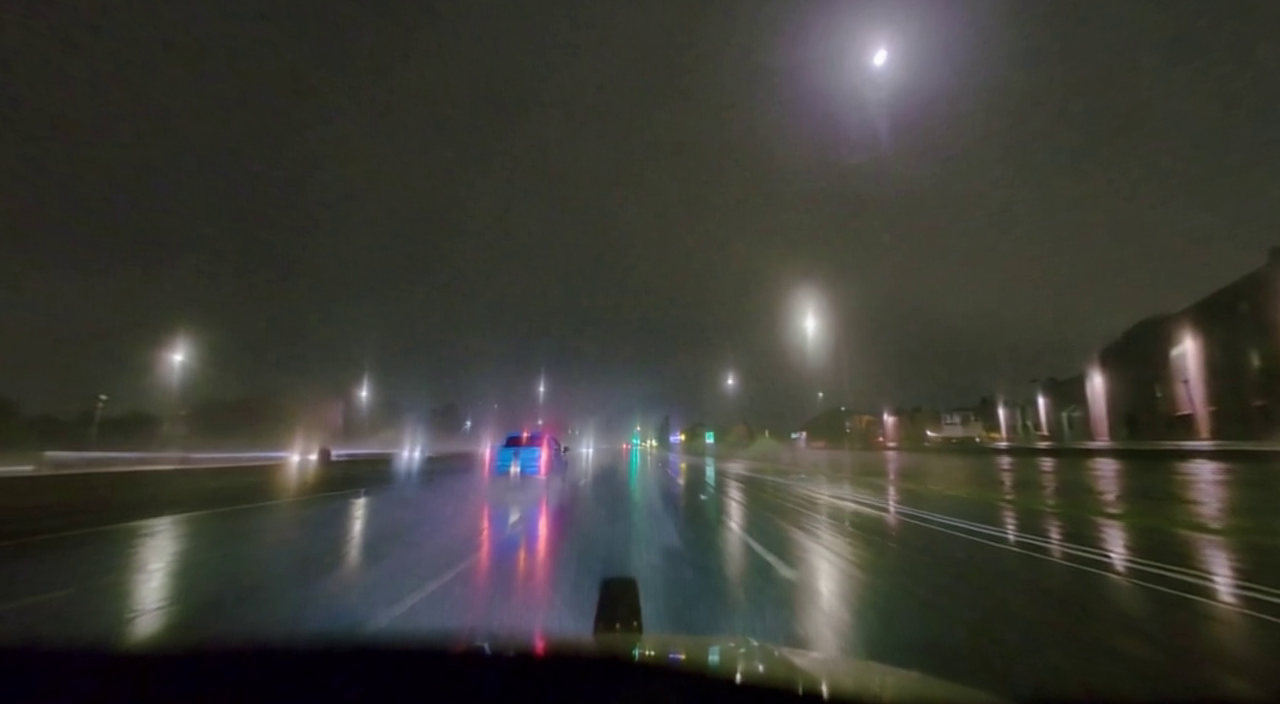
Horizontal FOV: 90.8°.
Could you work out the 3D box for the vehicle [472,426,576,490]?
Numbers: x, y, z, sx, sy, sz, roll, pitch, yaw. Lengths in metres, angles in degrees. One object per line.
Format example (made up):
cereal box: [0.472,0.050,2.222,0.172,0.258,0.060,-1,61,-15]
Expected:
vehicle: [-3.956,3.770,22.908,2.529,2.003,5.904,0,-8,1]
